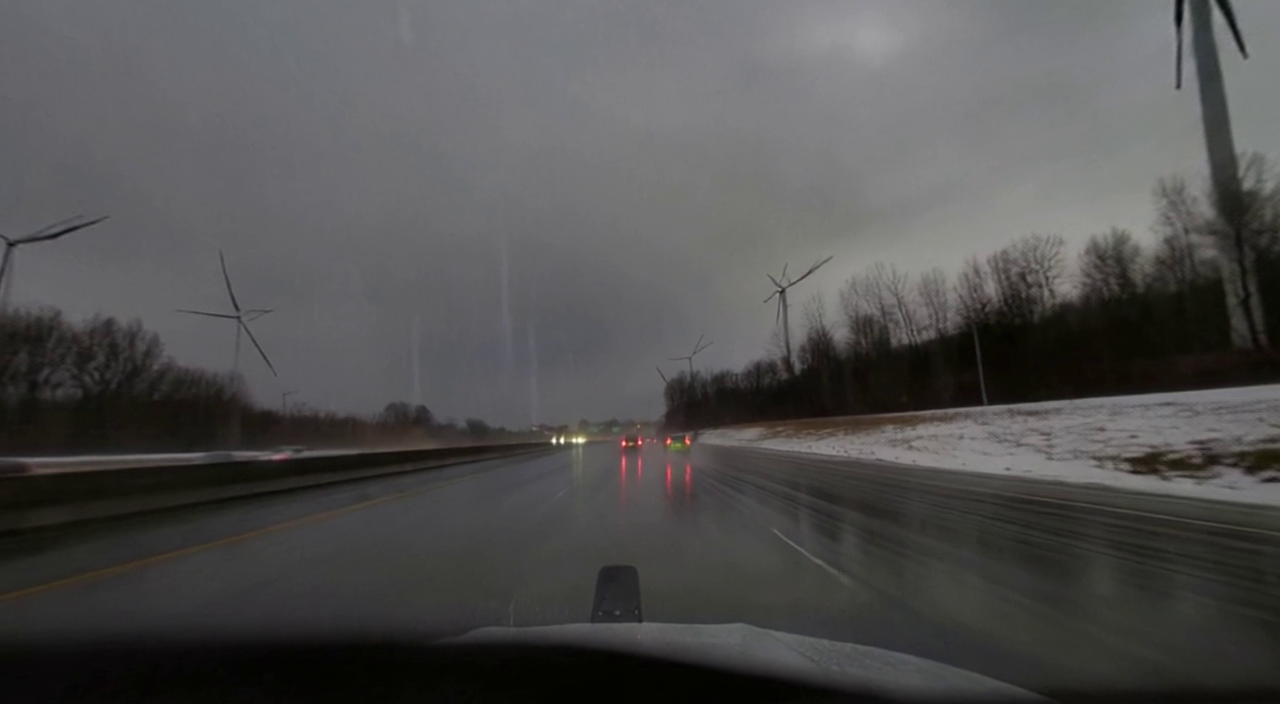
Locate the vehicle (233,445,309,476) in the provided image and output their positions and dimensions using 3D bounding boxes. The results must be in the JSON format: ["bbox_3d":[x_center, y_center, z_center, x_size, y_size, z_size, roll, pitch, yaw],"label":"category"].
[{"bbox_3d":[-20.154,5.904,34.526,1.821,1.503,3.978,0,-8,-1],"label":"vehicle"}]

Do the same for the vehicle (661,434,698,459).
[{"bbox_3d":[2.613,6.295,42.153,2.041,1.551,3.974,0,-8,-3],"label":"vehicle"}]
